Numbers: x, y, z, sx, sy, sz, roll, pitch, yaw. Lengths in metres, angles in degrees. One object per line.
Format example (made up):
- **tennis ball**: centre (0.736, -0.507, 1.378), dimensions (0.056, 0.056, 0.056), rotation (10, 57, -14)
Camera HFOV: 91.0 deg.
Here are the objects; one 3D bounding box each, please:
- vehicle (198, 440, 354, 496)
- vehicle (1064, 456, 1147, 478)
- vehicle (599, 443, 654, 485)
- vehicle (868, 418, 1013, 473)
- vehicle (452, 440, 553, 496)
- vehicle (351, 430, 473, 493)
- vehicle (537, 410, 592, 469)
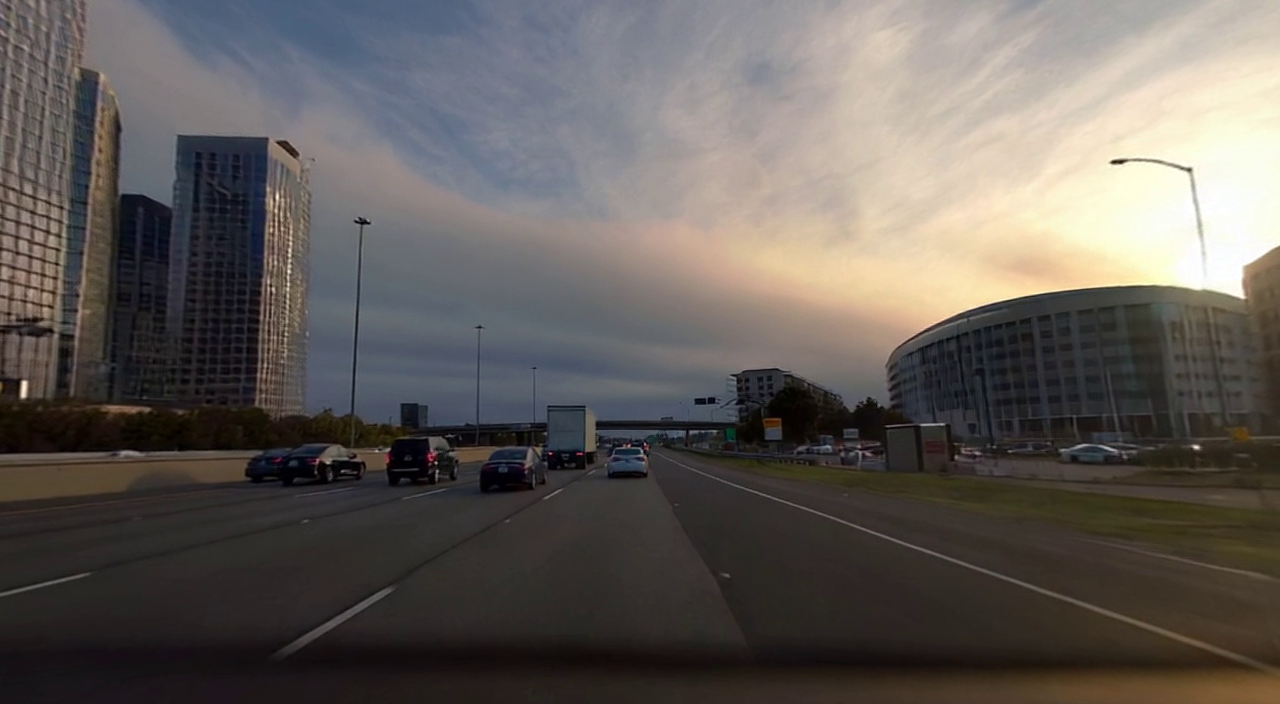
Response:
- **vehicle**: centre (-10.960, 3.494, 19.463), dimensions (1.987, 1.495, 4.710), rotation (0, -9, 0)
- **vehicle**: centre (32.868, 8.124, 44.577), dimensions (4.258, 1.498, 1.904), rotation (-1, -9, 5)
- **vehicle**: centre (-0.500, 4.356, 24.839), dimensions (1.991, 1.488, 3.922), rotation (0, -9, 0)
- **vehicle**: centre (23.126, 7.272, 49.001), dimensions (3.015, 3.855, 9.519), rotation (9, -12, -43)
- **vehicle**: centre (-4.035, 3.477, 19.234), dimensions (2.016, 1.497, 4.235), rotation (0, -9, 1)
- **vehicle**: centre (-7.431, 3.618, 21.158), dimensions (2.190, 1.821, 4.800), rotation (0, -9, 1)
- **vehicle**: centre (-4.690, 5.712, 40.732), dimensions (2.955, 3.359, 8.322), rotation (1, -9, -3)
